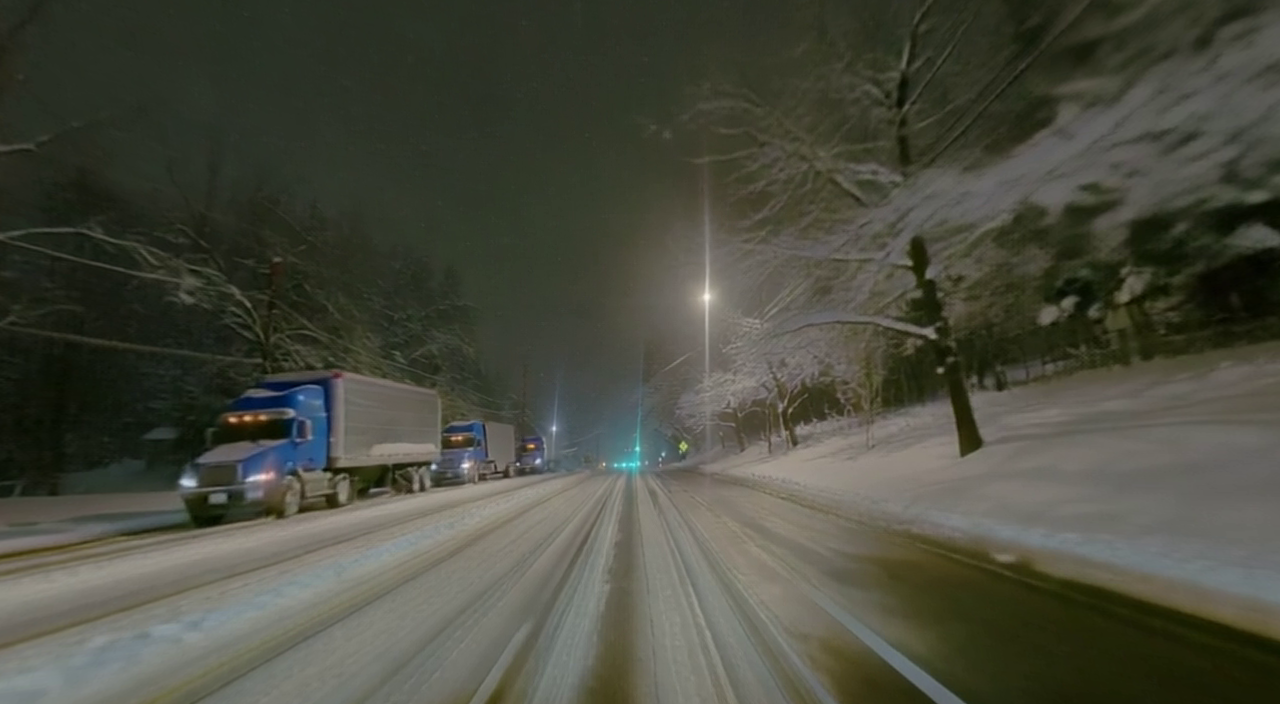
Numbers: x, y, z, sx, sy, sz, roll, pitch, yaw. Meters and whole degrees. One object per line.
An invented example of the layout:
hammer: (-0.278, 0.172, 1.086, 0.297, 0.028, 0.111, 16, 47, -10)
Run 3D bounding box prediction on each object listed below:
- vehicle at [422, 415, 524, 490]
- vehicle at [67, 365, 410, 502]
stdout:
vehicle: (-8.402, 5.094, 33.263, 2.788, 3.365, 9.652, 0, -7, 0)
vehicle: (-11.871, 3.085, 20.734, 5.596, 3.130, 8.972, -4, -13, -2)
